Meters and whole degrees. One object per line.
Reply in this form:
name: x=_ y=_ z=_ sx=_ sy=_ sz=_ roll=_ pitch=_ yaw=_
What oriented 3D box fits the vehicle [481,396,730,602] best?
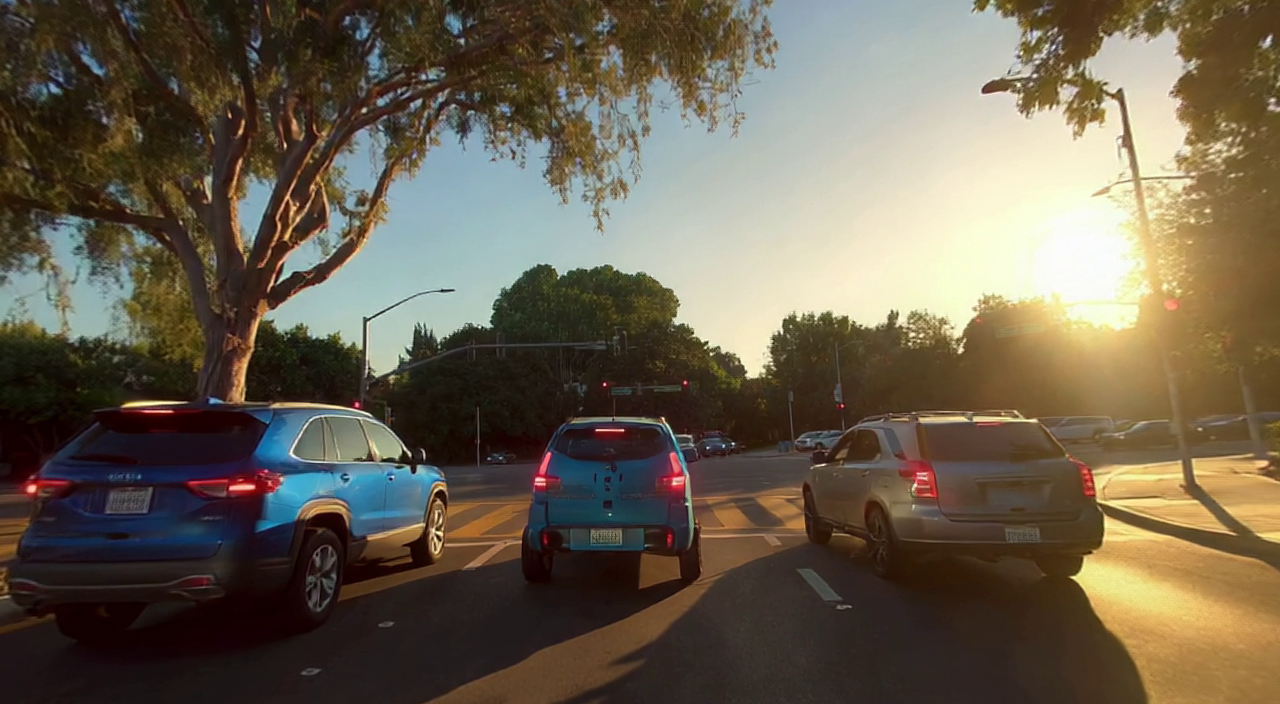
vehicle: x=-0.234 y=1.516 z=7.318 sx=2.067 sy=1.702 sz=3.987 roll=0 pitch=-8 yaw=2

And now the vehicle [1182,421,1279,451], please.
vehicle: x=32.814 y=4.651 z=34.752 sx=4.175 sy=1.634 sz=1.877 roll=1 pitch=-8 yaw=-4

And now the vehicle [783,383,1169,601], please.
vehicle: x=3.277 y=1.481 z=7.506 sx=2.083 sy=1.779 sz=4.532 roll=0 pitch=-8 yaw=0

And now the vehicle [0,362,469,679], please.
vehicle: x=-3.275 y=1.282 z=5.901 sx=2.047 sy=1.810 sz=4.414 roll=0 pitch=-8 yaw=1
